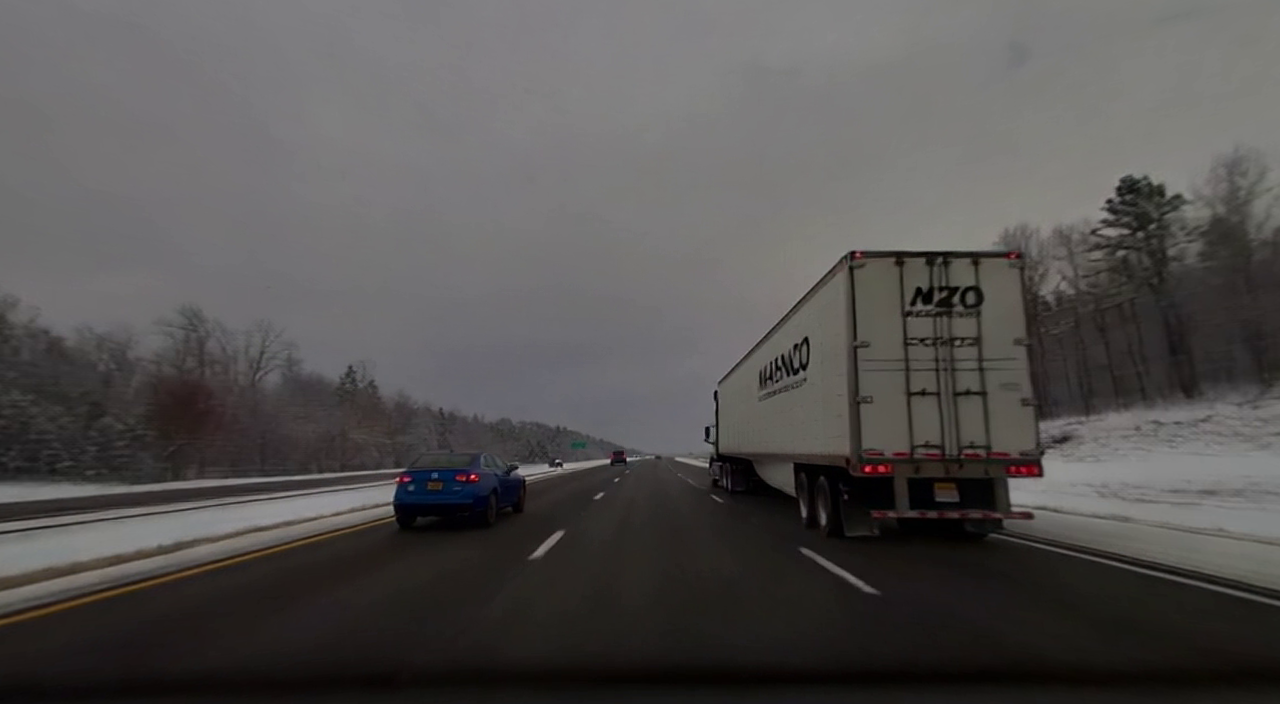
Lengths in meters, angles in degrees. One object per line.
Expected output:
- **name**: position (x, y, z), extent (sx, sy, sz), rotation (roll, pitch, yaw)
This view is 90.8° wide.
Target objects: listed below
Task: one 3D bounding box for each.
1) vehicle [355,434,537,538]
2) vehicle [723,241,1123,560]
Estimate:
- **vehicle**: position (-3.258, 2.339, 11.634), extent (1.945, 1.537, 4.294), rotation (0, -9, 1)
- **vehicle**: position (4.405, 1.599, 14.874), extent (2.832, 4.034, 13.924), rotation (0, -9, -1)
